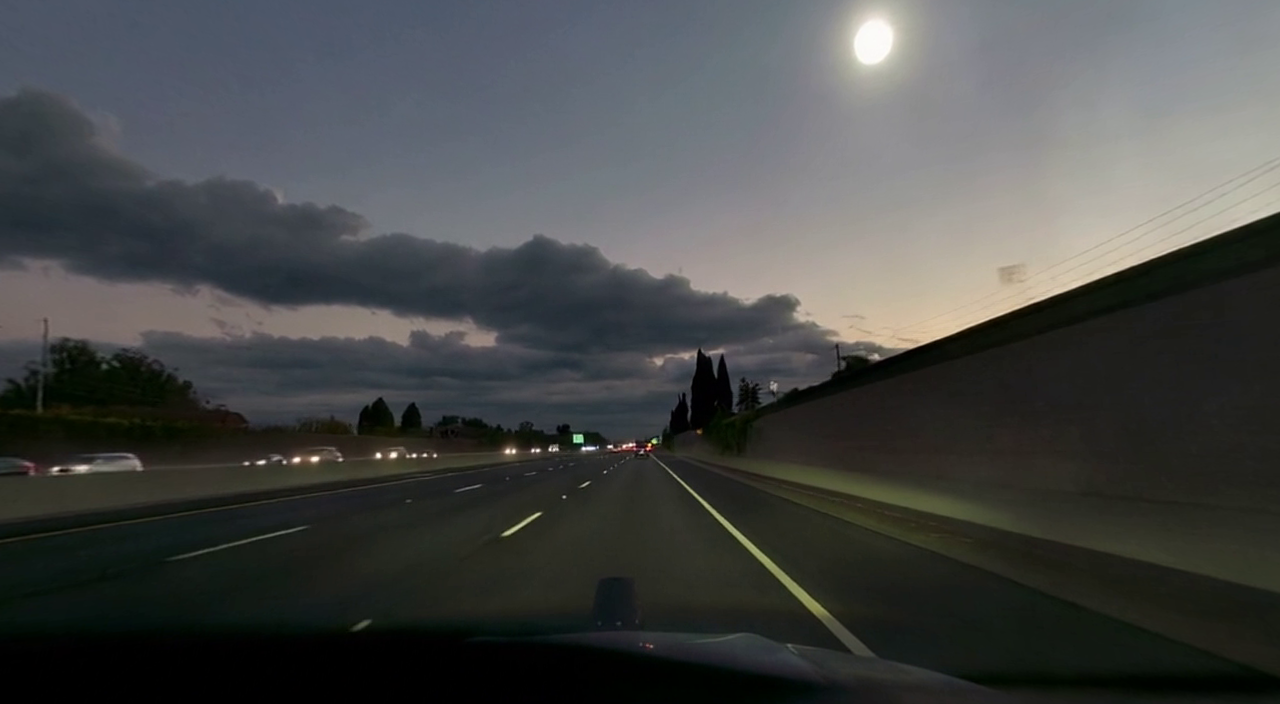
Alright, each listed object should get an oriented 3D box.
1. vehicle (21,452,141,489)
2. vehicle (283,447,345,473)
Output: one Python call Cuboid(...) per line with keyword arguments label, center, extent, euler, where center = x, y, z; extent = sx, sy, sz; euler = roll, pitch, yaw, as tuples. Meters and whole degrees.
Cuboid(label="vehicle", center=(-29.686, 6.294, 33.684), extent=(2.028, 1.778, 4.691), euler=(0, -9, 1))
Cuboid(label="vehicle", center=(-25.532, 8.453, 49.514), extent=(2.065, 1.887, 5.084), euler=(0, -9, 1))
